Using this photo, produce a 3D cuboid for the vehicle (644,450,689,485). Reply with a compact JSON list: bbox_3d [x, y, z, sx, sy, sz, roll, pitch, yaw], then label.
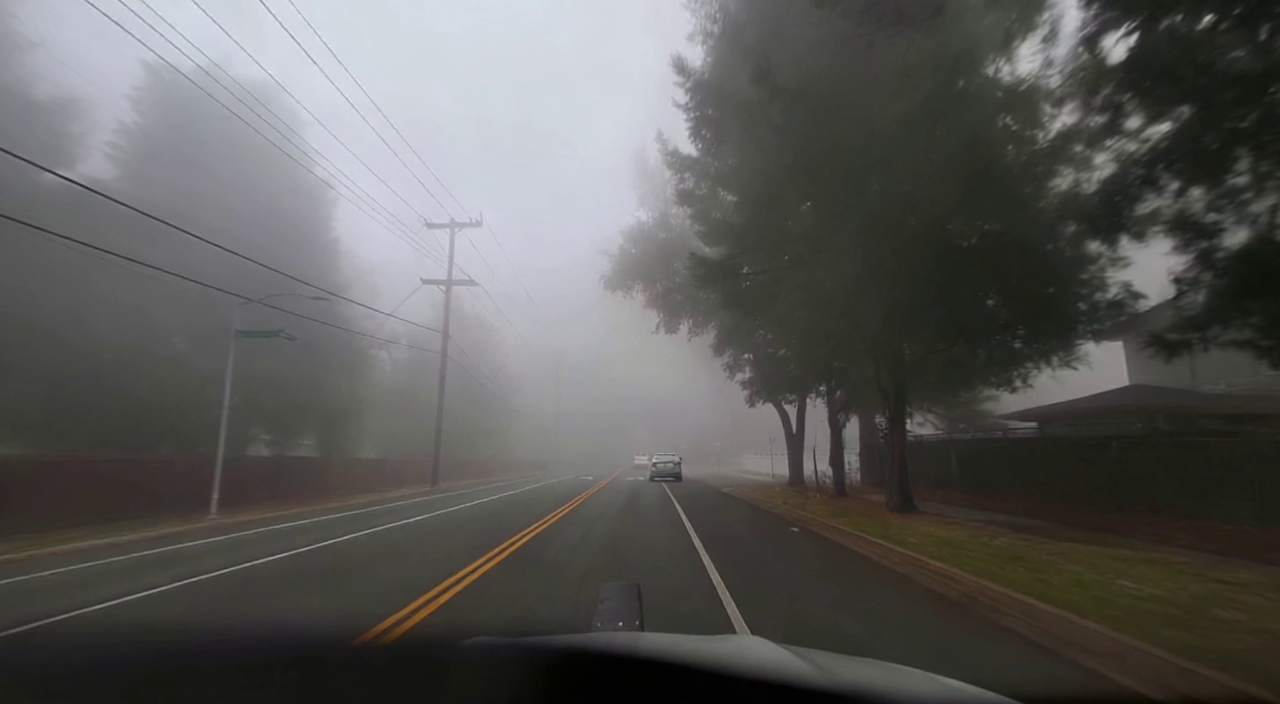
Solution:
[{"bbox_3d":[1.207,5.408,29.877,1.975,1.497,3.647,0,-8,1],"label":"vehicle"}]
